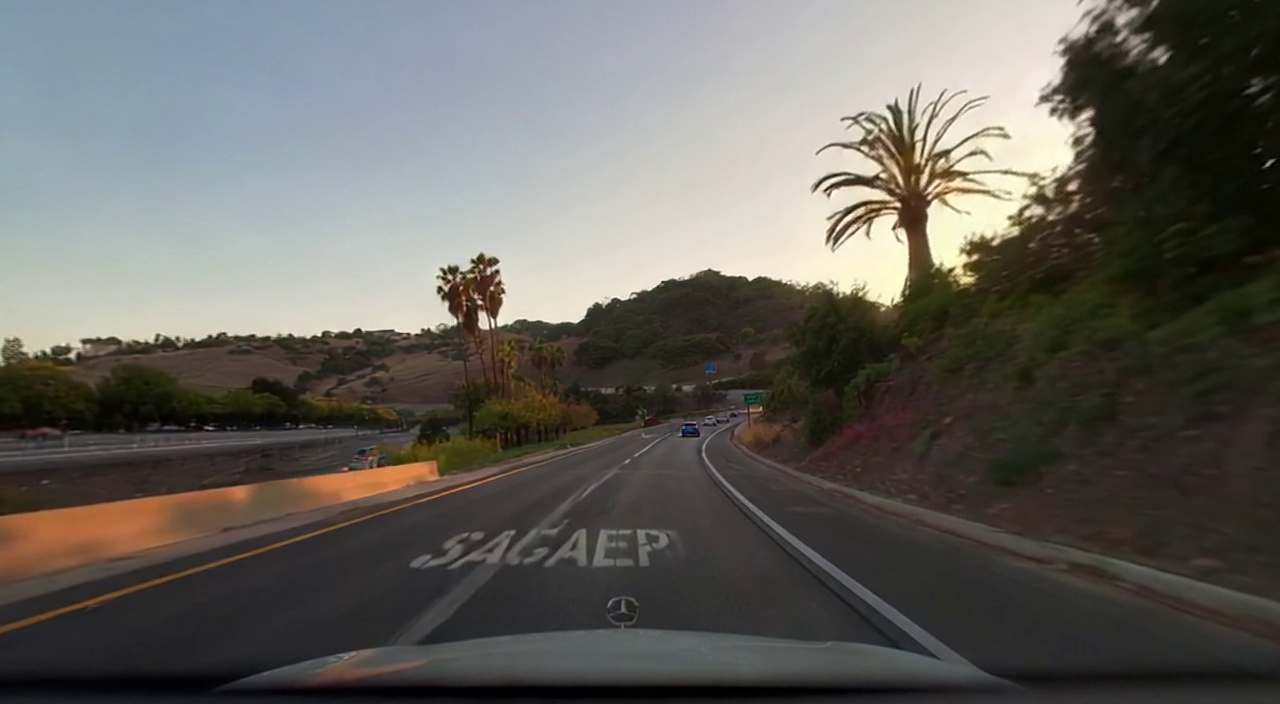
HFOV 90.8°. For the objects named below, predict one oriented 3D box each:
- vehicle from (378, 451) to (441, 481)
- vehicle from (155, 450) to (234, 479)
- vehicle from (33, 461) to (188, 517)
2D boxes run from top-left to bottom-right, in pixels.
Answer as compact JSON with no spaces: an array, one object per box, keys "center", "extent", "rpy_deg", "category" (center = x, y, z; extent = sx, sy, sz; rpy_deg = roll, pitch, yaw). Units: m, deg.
[{"center":[-15.040,7.434,41.488],"extent":[2.227,1.760,4.507],"rpy_deg":[-1,-8,3],"category":"vehicle"},{"center":[-31.791,8.015,45.288],"extent":[2.098,1.856,4.746],"rpy_deg":[-1,-8,2],"category":"vehicle"},{"center":[-19.613,5.051,23.723],"extent":[1.956,1.716,4.330],"rpy_deg":[-1,-8,2],"category":"vehicle"}]
